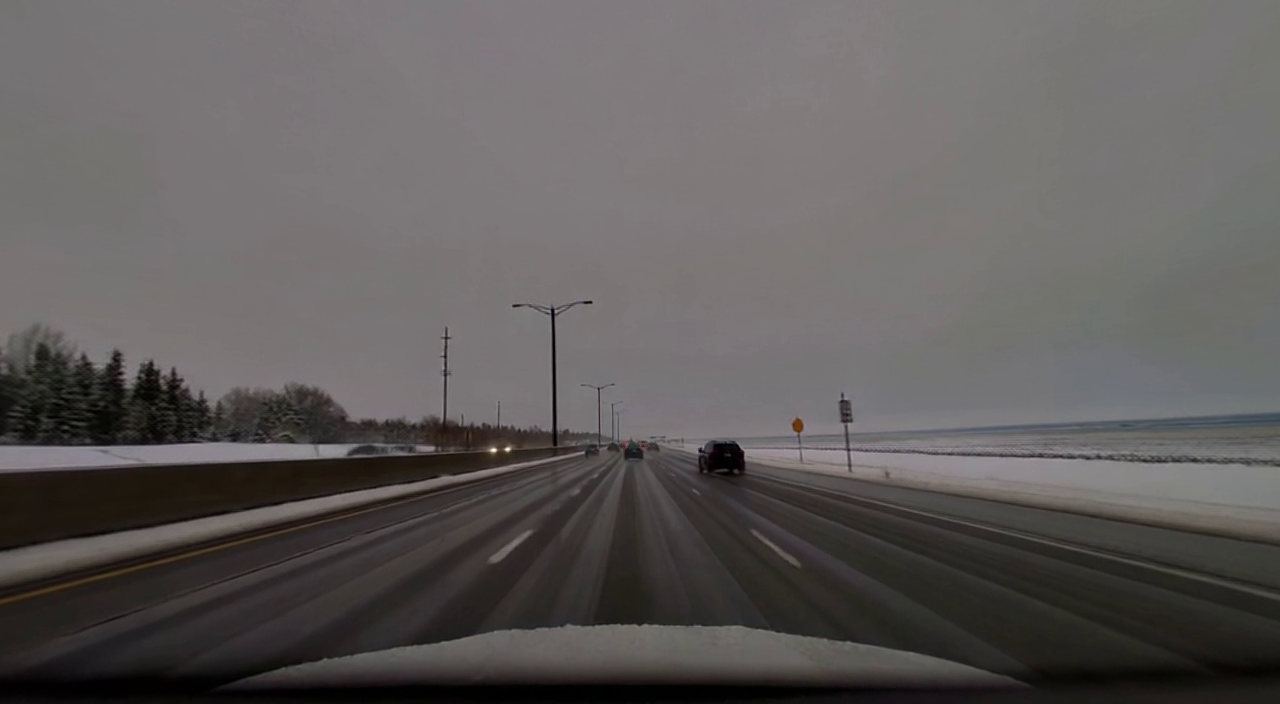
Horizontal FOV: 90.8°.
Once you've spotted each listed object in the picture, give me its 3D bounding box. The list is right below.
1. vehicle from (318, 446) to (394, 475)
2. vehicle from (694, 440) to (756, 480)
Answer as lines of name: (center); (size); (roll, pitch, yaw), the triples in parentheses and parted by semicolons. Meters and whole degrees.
vehicle: (-15.353, 5.853, 34.434); (1.903, 1.480, 4.717); (0, -8, 0)
vehicle: (3.466, 4.485, 26.551); (1.890, 1.490, 4.373); (0, -8, -1)
